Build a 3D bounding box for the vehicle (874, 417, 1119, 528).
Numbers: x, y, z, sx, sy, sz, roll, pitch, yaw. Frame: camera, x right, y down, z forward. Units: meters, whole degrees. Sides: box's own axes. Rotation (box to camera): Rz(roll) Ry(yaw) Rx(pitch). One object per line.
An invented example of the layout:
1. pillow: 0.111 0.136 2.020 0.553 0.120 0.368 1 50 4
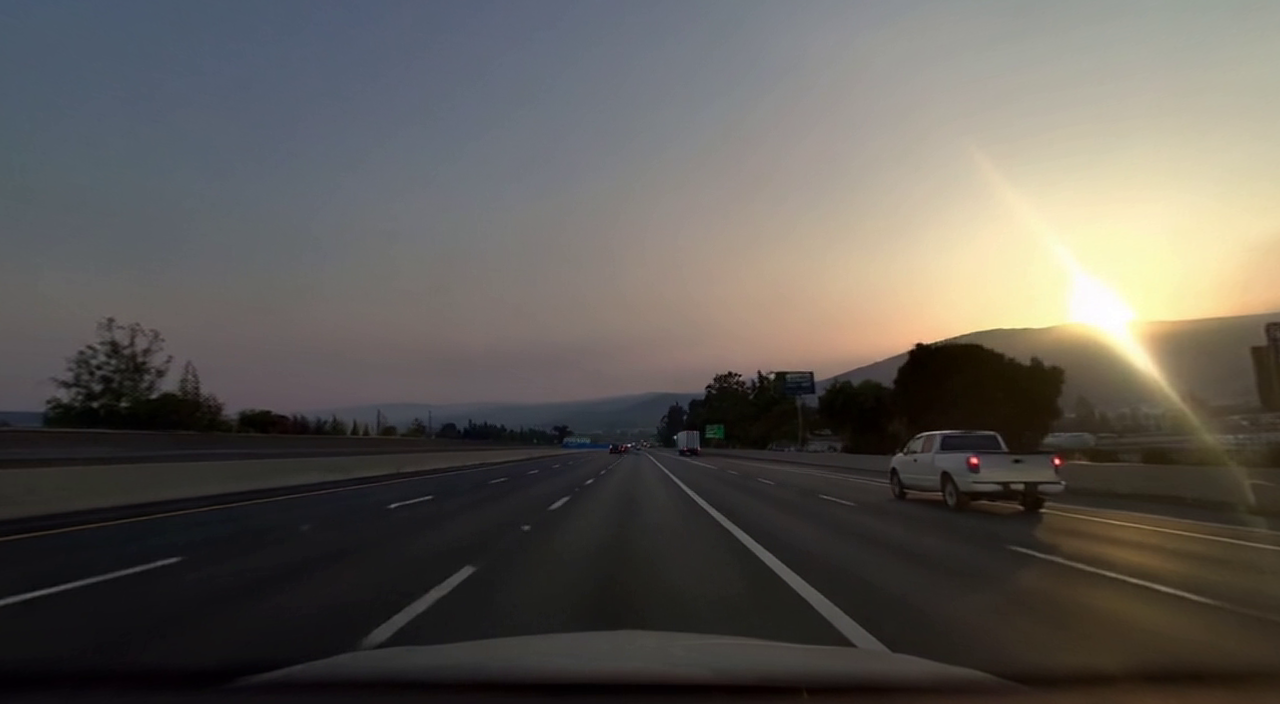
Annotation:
1. vehicle: 6.626 2.289 12.515 2.096 1.767 4.601 0 -9 -1
